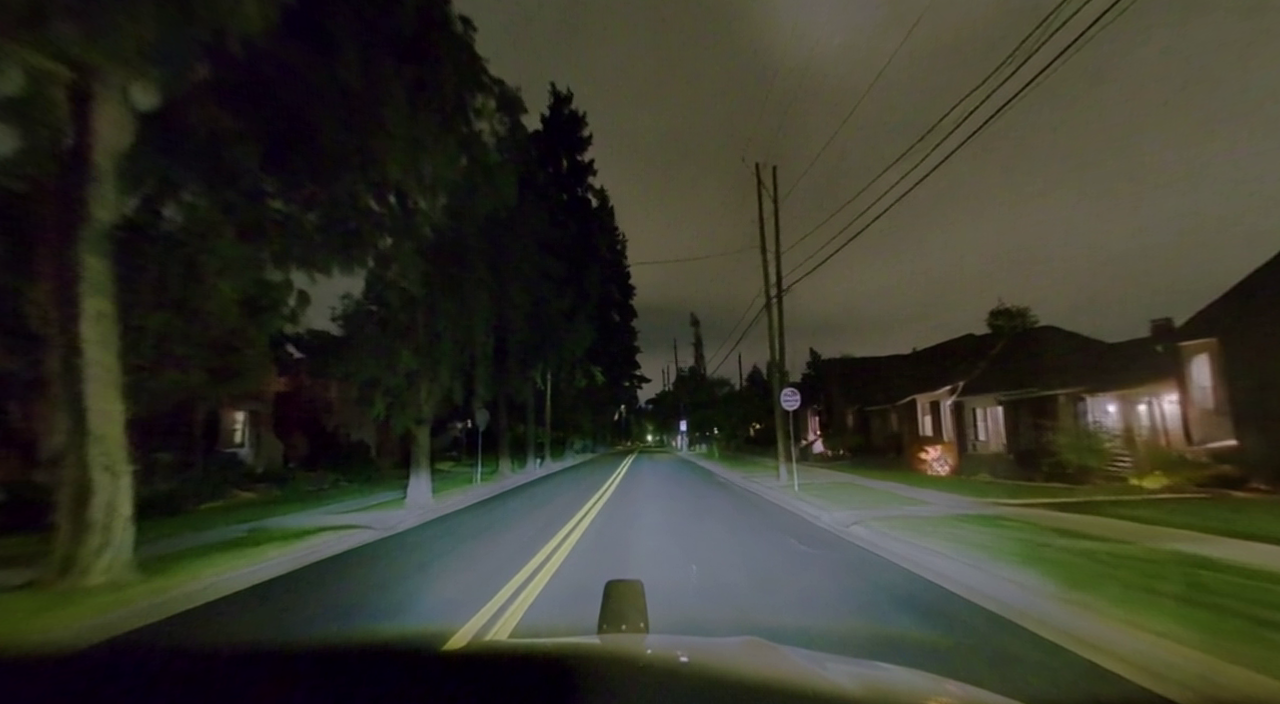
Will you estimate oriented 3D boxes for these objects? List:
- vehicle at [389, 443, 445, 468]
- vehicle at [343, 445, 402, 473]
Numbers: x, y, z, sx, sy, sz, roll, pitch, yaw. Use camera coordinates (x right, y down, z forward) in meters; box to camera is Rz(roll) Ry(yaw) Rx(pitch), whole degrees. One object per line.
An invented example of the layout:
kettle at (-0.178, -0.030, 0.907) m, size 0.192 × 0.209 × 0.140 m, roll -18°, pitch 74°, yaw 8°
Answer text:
vehicle at (-14.353, 6.665, 40.771) m, size 1.830 × 1.495 × 4.641 m, roll 0°, pitch -9°, yaw 1°
vehicle at (-17.225, 6.877, 40.812) m, size 1.903 × 1.500 × 4.214 m, roll -3°, pitch -7°, yaw 1°
